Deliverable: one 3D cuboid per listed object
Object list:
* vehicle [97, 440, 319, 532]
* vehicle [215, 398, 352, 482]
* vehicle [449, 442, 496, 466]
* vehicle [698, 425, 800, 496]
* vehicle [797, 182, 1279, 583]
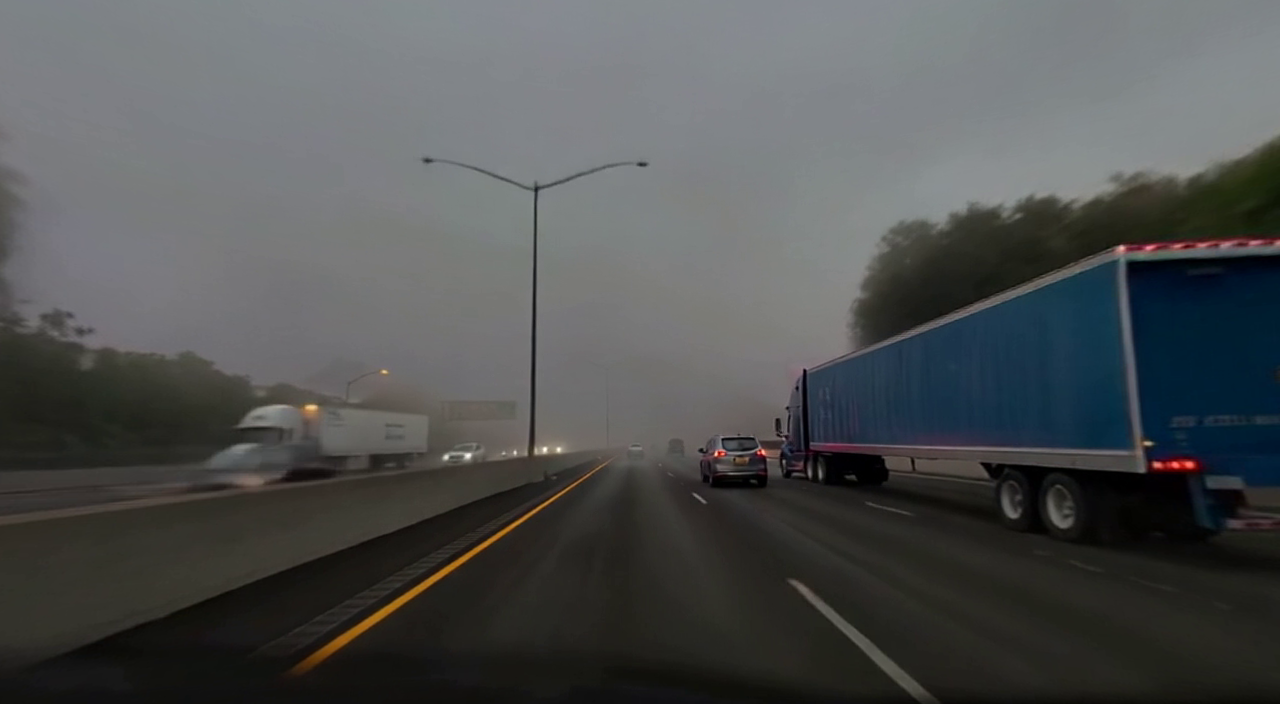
[{"bbox_3d":[-7.572,2.335,11.521,1.613,1.392,3.376,0,-8,1],"label":"vehicle"},{"bbox_3d":[-18.532,4.696,33.587,2.999,3.935,7.111,0,-8,0],"label":"vehicle"},{"bbox_3d":[-10.980,6.727,41.707,1.943,1.468,4.227,0,-9,0],"label":"vehicle"},{"bbox_3d":[2.867,2.977,17.656,1.973,1.710,4.476,0,-8,-1],"label":"vehicle"},{"bbox_3d":[6.836,1.288,13.627,2.864,4.060,14.637,0,-8,-1],"label":"vehicle"}]
